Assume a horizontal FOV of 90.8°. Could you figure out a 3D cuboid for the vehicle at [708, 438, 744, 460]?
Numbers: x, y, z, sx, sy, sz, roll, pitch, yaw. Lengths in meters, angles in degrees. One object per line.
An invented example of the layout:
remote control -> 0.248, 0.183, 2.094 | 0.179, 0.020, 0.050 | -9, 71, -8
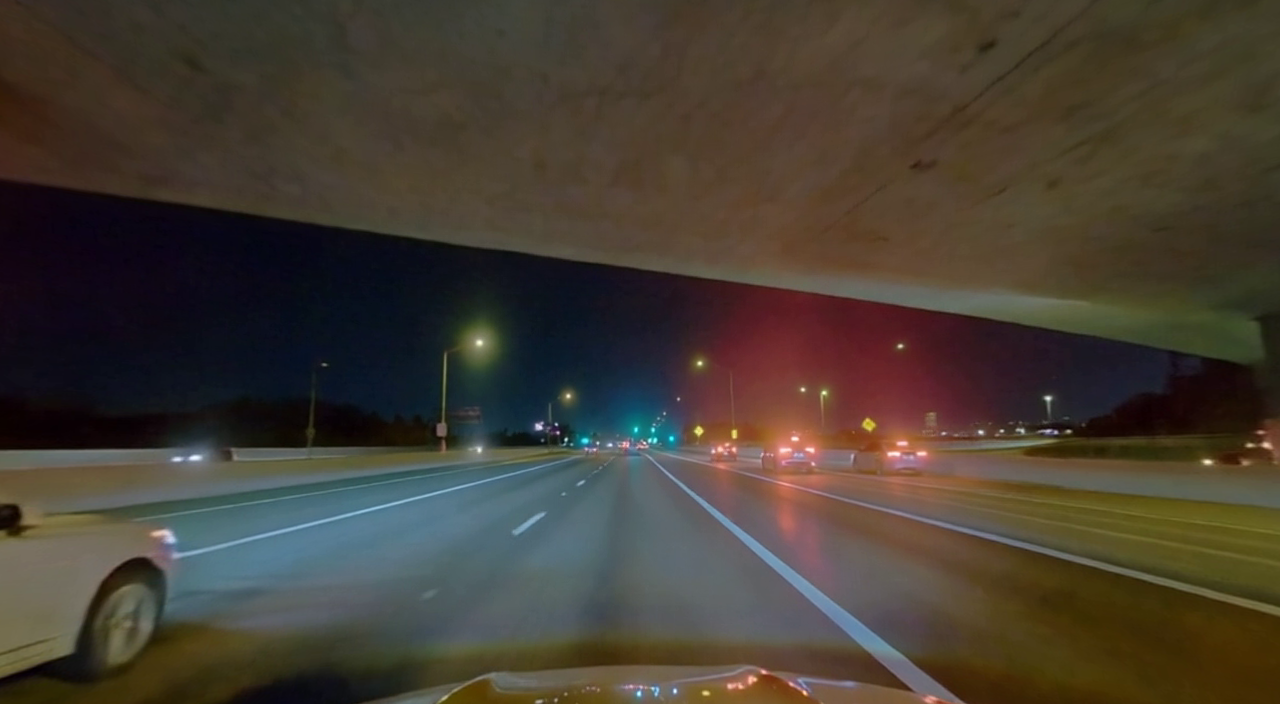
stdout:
vehicle -> 6.652, 7.586, 49.337 | 2.075, 1.611, 4.421 | 0, -8, -2
